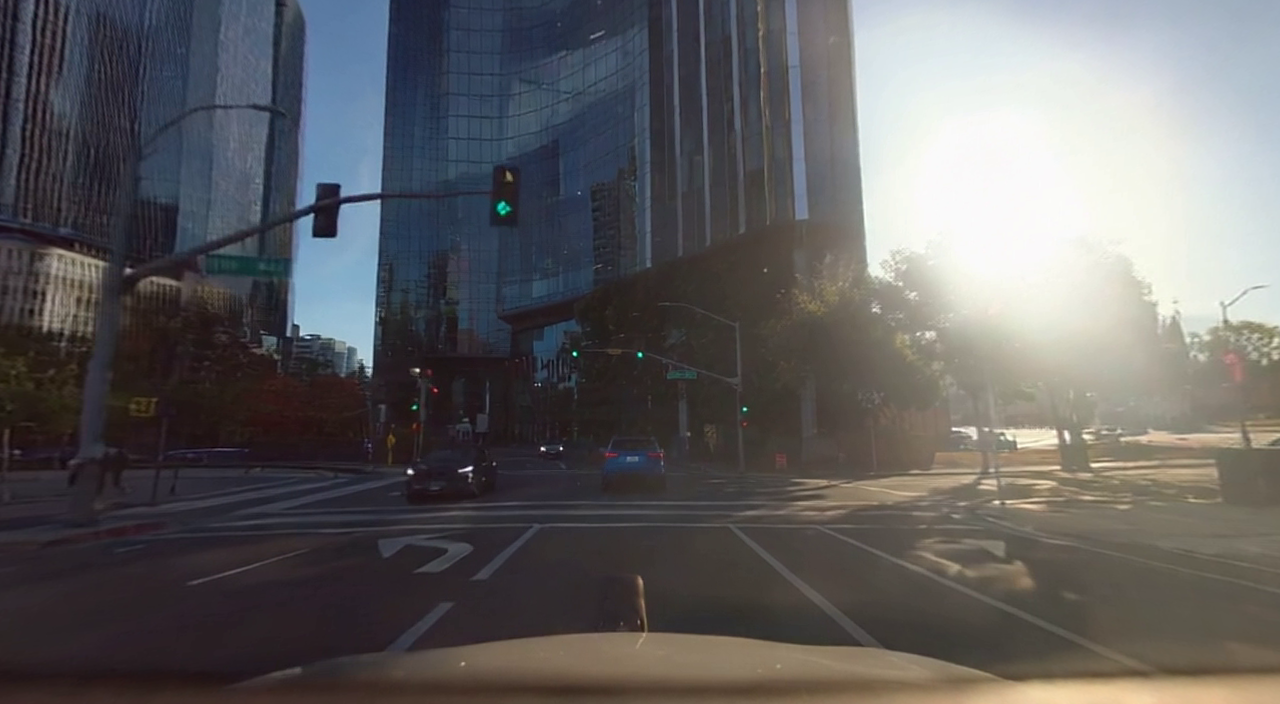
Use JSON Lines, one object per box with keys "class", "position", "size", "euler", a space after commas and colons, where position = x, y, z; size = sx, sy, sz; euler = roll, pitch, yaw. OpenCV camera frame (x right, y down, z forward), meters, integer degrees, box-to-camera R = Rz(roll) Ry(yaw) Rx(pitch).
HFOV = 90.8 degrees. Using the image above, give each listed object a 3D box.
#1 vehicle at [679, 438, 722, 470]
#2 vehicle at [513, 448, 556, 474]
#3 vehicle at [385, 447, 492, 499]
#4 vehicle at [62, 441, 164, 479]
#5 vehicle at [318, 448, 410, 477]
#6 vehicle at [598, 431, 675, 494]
{"class": "vehicle", "position": [3.780, 6.500, 40.480], "size": [2.113, 1.869, 5.322], "euler": [0, -8, -2]}
{"class": "vehicle", "position": [-6.353, 6.570, 38.384], "size": [1.874, 1.480, 4.148], "euler": [0, -8, 1]}
{"class": "vehicle", "position": [-6.295, 3.806, 20.364], "size": [1.934, 1.476, 4.457], "euler": [0, -8, 1]}
{"class": "vehicle", "position": [-26.133, 5.312, 31.328], "size": [4.393, 1.730, 2.151], "euler": [-5, -9, 26]}
{"class": "vehicle", "position": [-16.002, 6.366, 36.709], "size": [4.588, 1.582, 1.980], "euler": [5, -11, -33]}
{"class": "vehicle", "position": [-0.142, 3.454, 20.120], "size": [2.183, 1.765, 4.059], "euler": [0, -8, -1]}
